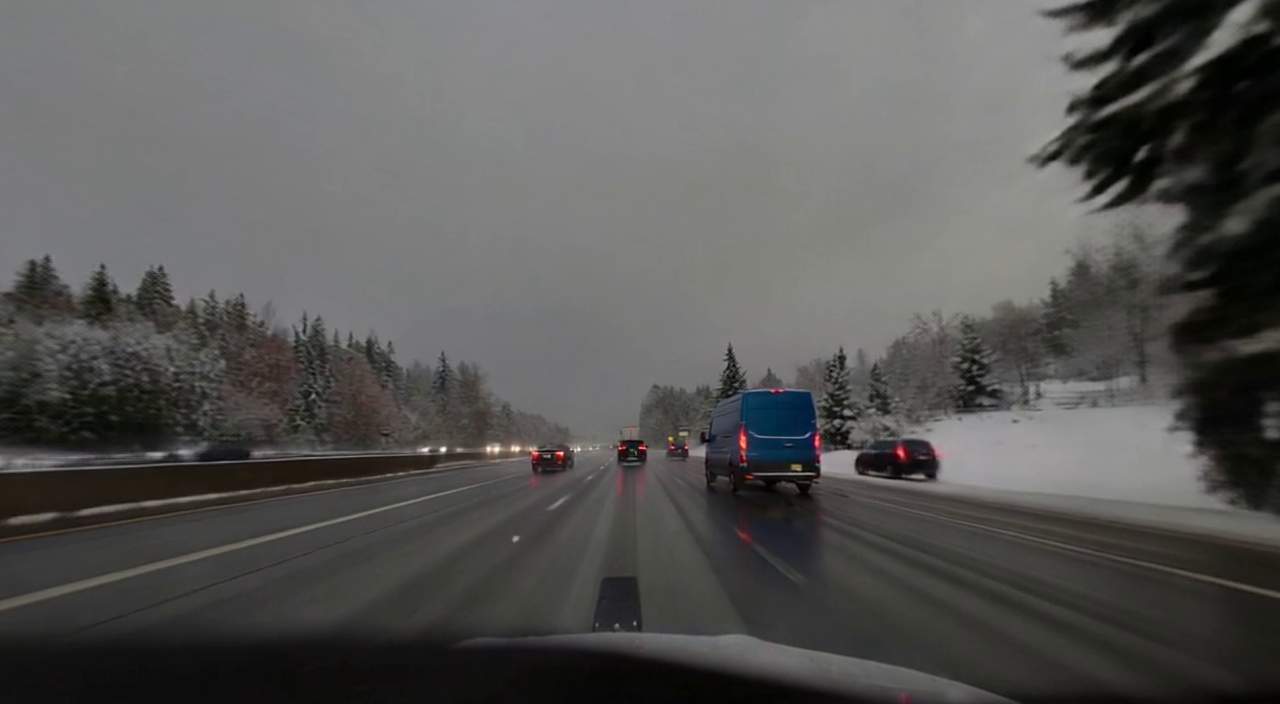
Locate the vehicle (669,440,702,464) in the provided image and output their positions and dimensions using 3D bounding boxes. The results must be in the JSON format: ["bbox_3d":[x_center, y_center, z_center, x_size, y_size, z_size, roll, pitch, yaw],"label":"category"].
[{"bbox_3d":[3.529,7.835,49.510,2.160,1.759,4.214,0,-8,-2],"label":"vehicle"}]

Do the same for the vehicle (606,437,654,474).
[{"bbox_3d":[-0.540,5.339,32.817,2.297,1.783,4.355,0,-8,-1],"label":"vehicle"}]

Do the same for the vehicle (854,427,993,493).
[{"bbox_3d":[9.523,3.674,21.890,2.344,1.967,5.275,0,-8,0],"label":"vehicle"}]

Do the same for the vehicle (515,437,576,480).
[{"bbox_3d":[-4.092,4.680,28.008,2.023,1.709,4.263,0,-8,0],"label":"vehicle"}]

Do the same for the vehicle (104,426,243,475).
[{"bbox_3d":[-17.071,3.635,23.424,2.108,1.660,4.008,0,-8,-1],"label":"vehicle"}]

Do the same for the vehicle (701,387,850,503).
[{"bbox_3d":[3.501,2.650,18.177,2.631,2.709,6.496,0,-8,-2],"label":"vehicle"}]
